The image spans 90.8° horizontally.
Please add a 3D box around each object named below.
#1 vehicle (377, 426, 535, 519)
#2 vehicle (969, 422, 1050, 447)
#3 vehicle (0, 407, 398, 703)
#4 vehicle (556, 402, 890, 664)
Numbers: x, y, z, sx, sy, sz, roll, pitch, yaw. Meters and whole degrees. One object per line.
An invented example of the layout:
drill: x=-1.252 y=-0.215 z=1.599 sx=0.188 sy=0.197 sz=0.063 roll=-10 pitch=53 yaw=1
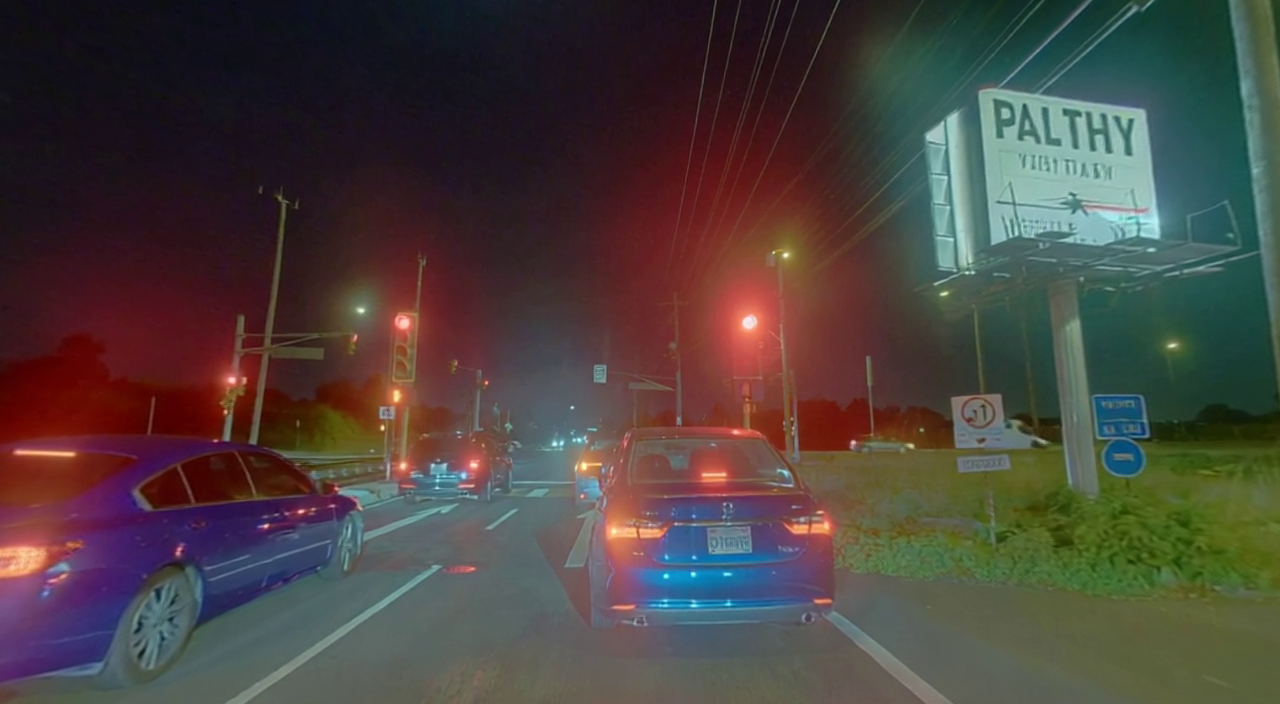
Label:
vehicle: x=-3.371 y=2.288 z=12.484 sx=1.984 sy=1.505 sz=4.047 roll=0 pitch=-8 yaw=-2
vehicle: x=27.165 y=6.135 z=46.593 sx=4.544 sy=1.762 sz=2.272 roll=0 pitch=-9 yaw=-1
vehicle: x=-3.710 y=1.294 z=4.828 sx=1.956 sy=1.468 sz=4.585 roll=0 pitch=-8 yaw=-1
vehicle: x=0.397 y=1.363 z=5.811 sx=1.998 sy=1.529 sz=3.960 roll=0 pitch=-8 yaw=-3
